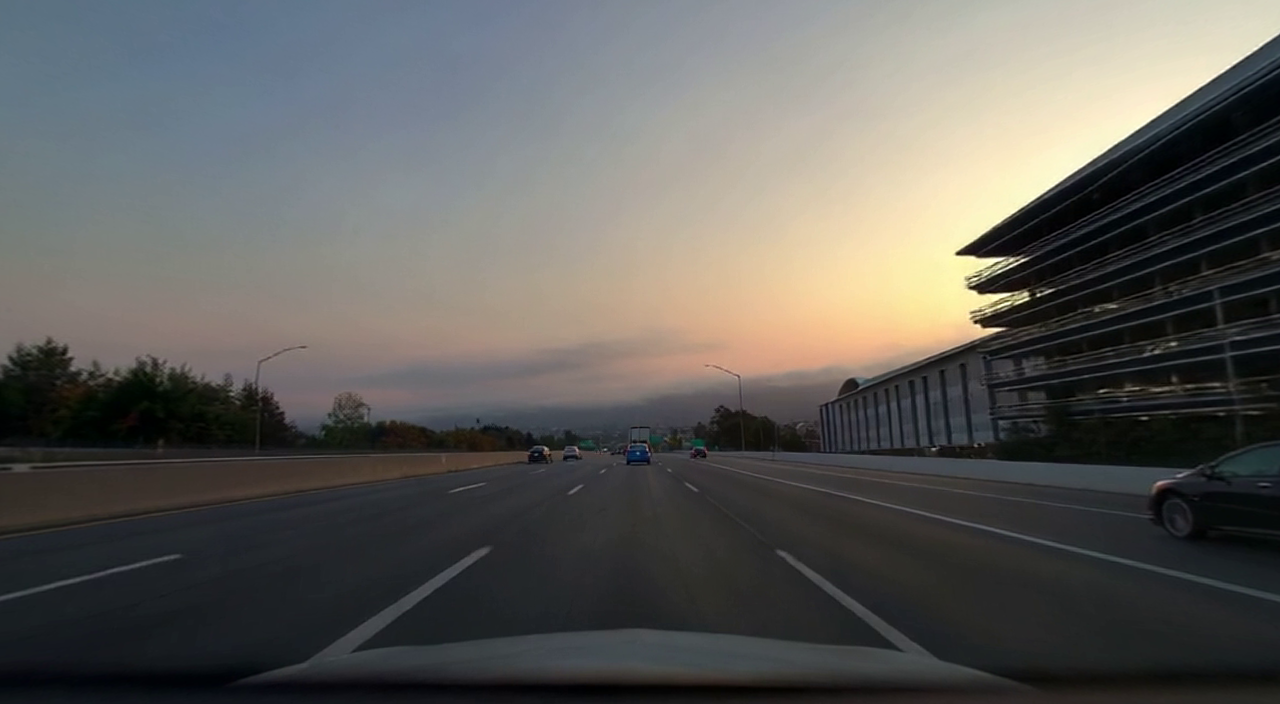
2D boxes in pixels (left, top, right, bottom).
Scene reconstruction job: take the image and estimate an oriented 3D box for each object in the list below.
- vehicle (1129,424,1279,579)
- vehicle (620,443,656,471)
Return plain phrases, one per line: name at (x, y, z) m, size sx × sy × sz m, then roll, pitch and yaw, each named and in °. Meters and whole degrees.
vehicle at (7.245, 1.382, 5.604) m, size 1.937 × 1.498 × 4.710 m, roll 0°, pitch -8°, yaw -1°
vehicle at (-0.108, 6.132, 37.082) m, size 2.036 × 1.542 × 3.891 m, roll 0°, pitch -8°, yaw 0°
